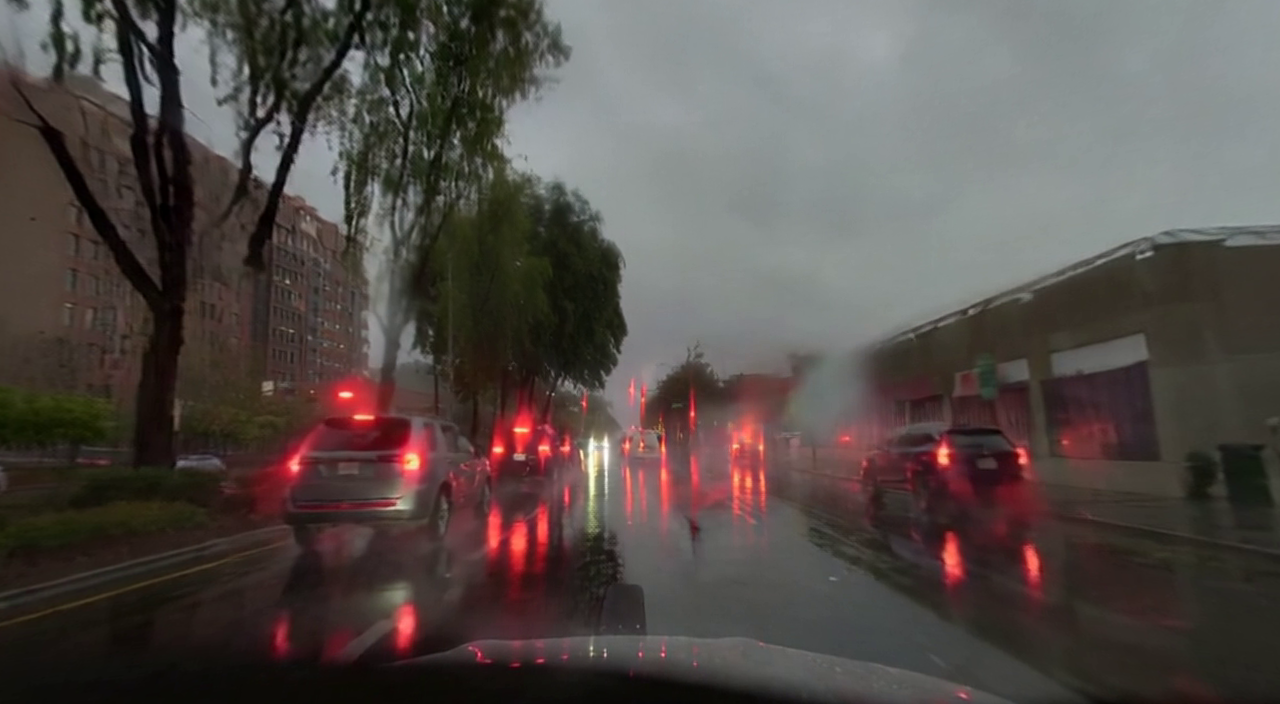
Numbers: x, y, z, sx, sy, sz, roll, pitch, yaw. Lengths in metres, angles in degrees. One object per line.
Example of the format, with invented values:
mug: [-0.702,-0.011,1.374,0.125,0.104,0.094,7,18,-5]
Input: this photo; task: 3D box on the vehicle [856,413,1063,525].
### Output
vehicle: [6.410,2.389,13.410,1.997,1.943,4.409,0,-9,0]

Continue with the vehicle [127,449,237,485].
vehicle: [-22.409,5.598,31.177,2.148,1.607,4.428,0,-9,-1]

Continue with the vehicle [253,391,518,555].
vehicle: [-3.530,1.816,10.101,2.223,1.957,4.845,0,-9,0]

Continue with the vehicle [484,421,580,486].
vehicle: [-3.526,3.456,21.738,2.487,1.978,4.628,0,-9,0]

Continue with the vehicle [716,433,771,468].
vehicle: [5.981,5.771,37.079,2.300,1.903,4.579,0,-9,-1]

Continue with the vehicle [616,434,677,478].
vehicle: [0.170,4.121,25.197,2.201,1.589,3.843,0,-9,-3]
